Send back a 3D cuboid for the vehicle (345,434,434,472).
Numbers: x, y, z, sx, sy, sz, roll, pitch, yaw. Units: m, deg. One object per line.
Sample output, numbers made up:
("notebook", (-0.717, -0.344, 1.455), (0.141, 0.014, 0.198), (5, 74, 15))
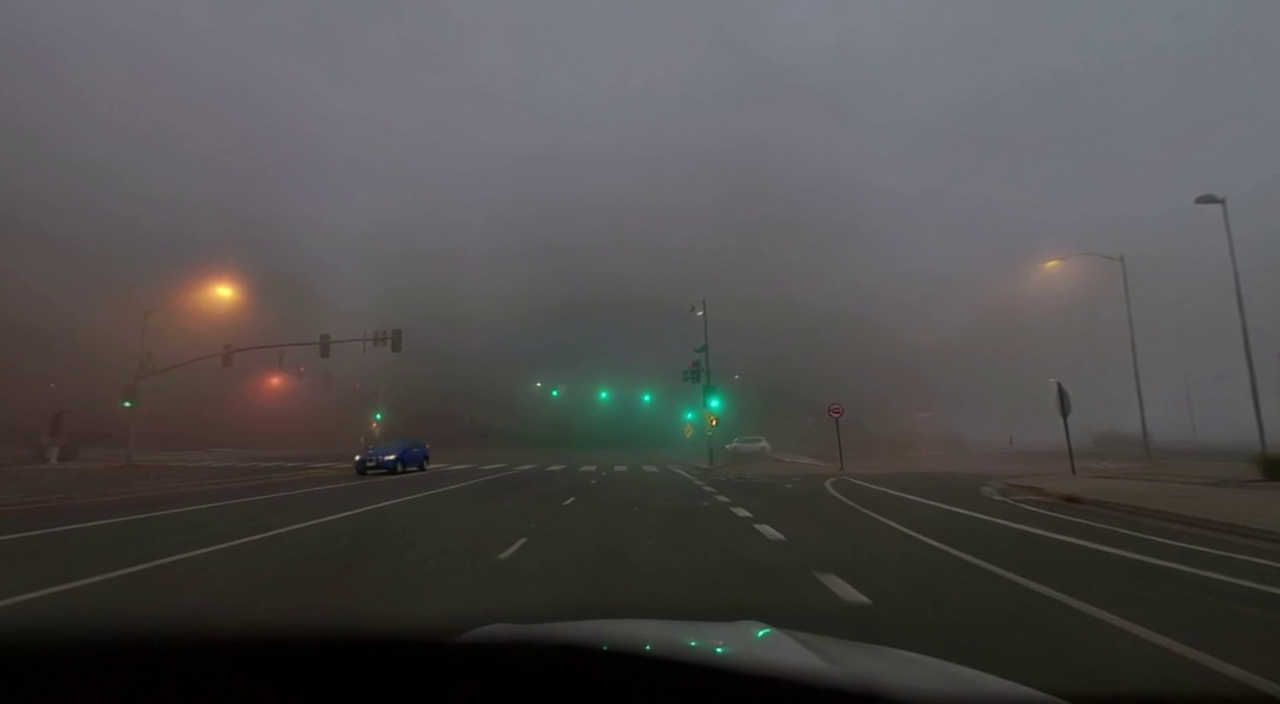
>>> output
("vehicle", (-10.731, 4.368, 27.417), (1.924, 1.502, 4.727), (0, -9, 0))
